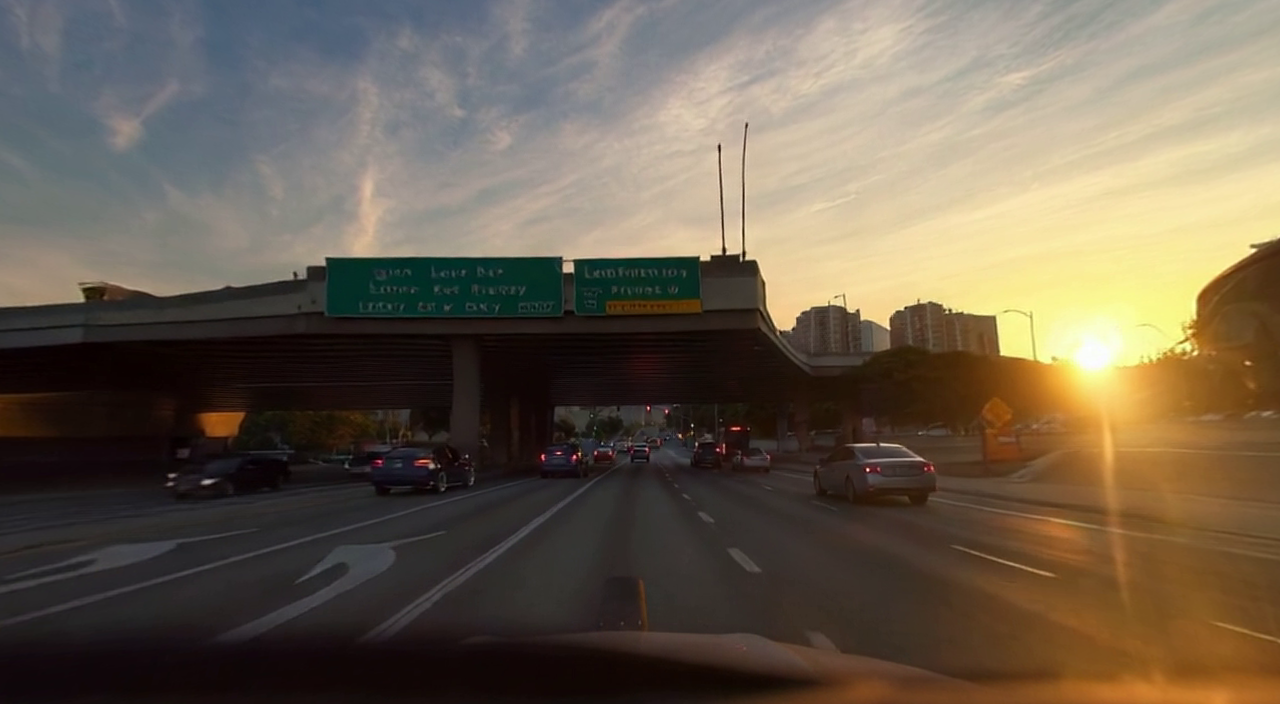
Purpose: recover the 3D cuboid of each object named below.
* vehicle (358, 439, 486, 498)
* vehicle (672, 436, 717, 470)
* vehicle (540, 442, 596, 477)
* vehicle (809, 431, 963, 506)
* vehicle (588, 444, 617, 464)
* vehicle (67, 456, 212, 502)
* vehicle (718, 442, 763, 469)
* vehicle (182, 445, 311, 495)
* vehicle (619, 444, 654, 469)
[{"bbox_3d":[-6.071,3.280,18.142,2.070,1.488,4.376,0,-8,1],"label":"vehicle"},{"bbox_3d":[3.021,5.737,35.822,2.034,1.762,4.420,0,-8,-1],"label":"vehicle"},{"bbox_3d":[-3.208,4.907,28.881,2.041,1.466,4.212,0,-8,1],"label":"vehicle"},{"bbox_3d":[6.014,2.878,16.055,2.056,1.624,4.498,0,-8,-1],"label":"vehicle"},{"bbox_3d":[-2.841,7.886,48.830,1.980,1.491,4.351,0,-8,0],"label":"vehicle"},{"bbox_3d":[-18.764,4.739,23.833,1.906,1.468,4.331,0,-8,0],"label":"vehicle"},{"bbox_3d":[6.079,6.300,38.413,1.924,1.527,4.268,0,-8,-2],"label":"vehicle"},{"bbox_3d":[-15.181,4.544,24.621,2.015,1.722,4.640,0,-8,0],"label":"vehicle"},{"bbox_3d":[-0.216,6.390,38.748,2.026,1.453,3.780,0,-8,0],"label":"vehicle"}]
